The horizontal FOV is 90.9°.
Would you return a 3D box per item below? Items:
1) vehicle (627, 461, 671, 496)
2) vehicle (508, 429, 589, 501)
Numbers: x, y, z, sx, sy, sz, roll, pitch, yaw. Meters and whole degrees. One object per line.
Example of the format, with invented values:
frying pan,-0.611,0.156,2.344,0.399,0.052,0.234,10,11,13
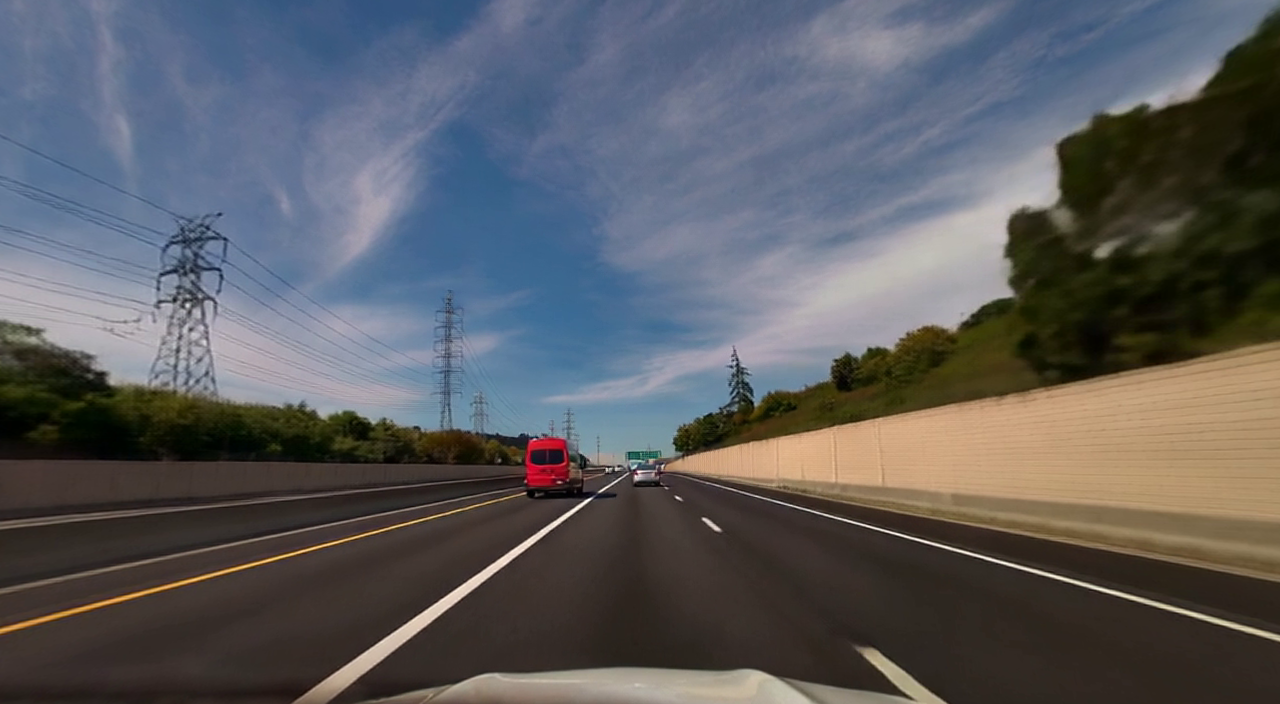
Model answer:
vehicle,0.407,6.116,30.705,2.006,1.554,3.863,1,-10,0
vehicle,-3.674,4.810,26.829,2.394,2.609,6.875,1,-10,0
